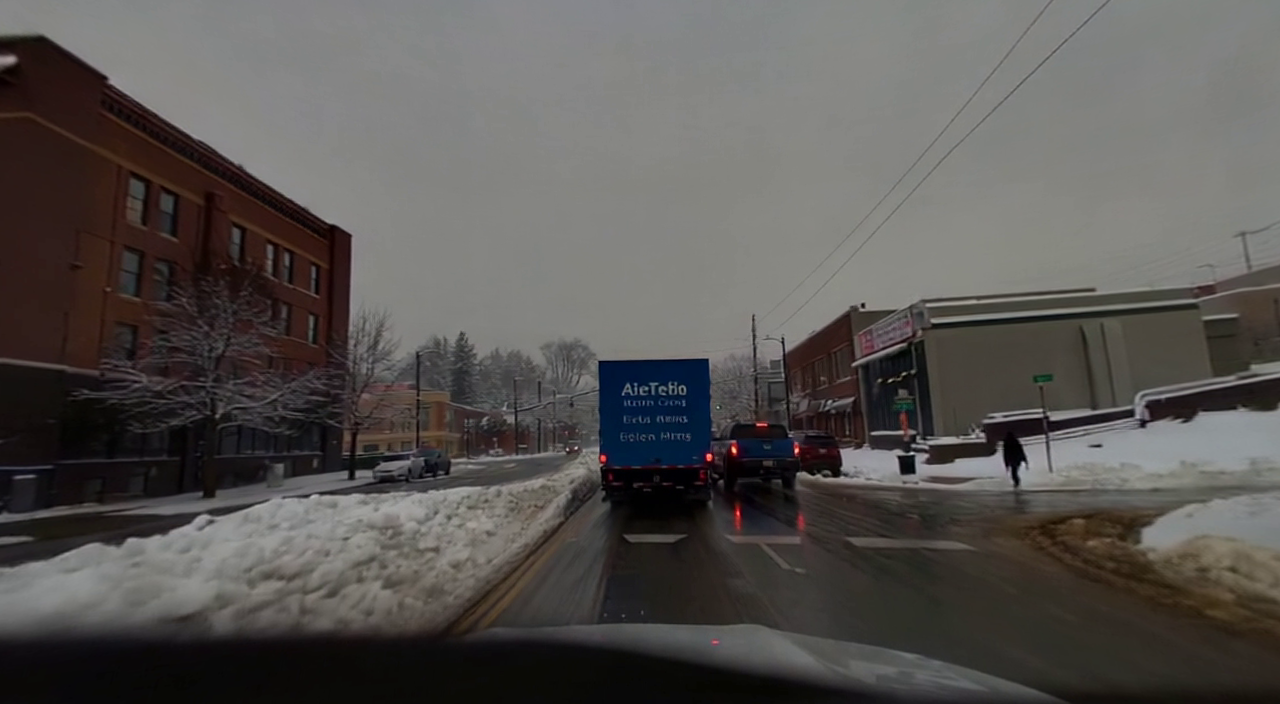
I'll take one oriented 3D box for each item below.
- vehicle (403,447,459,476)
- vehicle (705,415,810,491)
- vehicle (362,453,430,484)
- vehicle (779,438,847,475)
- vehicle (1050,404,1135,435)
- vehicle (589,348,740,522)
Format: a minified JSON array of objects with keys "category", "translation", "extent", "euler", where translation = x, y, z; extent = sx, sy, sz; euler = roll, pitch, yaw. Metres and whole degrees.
[{"category":"vehicle","translation":[-13.078,6.873,39.570],"extent":[1.943,1.682,4.365],"euler":[0,-8,0]},{"category":"vehicle","translation":[3.490,3.150,19.924],"extent":[2.346,2.062,5.236],"euler":[0,-8,1]},{"category":"vehicle","translation":[-13.235,6.315,34.347],"extent":[1.901,1.508,4.405],"euler":[0,-8,0]},{"category":"vehicle","translation":[7.828,4.757,28.863],"extent":[1.951,1.548,4.290],"euler":[0,-8,1]},{"category":"vehicle","translation":[26.068,3.963,36.310],"extent":[1.811,1.623,3.921],"euler":[1,-8,-3]},{"category":"vehicle","translation":[0.303,1.824,13.735],"extent":[2.517,2.926,6.177],"euler":[0,-8,-2]}]
